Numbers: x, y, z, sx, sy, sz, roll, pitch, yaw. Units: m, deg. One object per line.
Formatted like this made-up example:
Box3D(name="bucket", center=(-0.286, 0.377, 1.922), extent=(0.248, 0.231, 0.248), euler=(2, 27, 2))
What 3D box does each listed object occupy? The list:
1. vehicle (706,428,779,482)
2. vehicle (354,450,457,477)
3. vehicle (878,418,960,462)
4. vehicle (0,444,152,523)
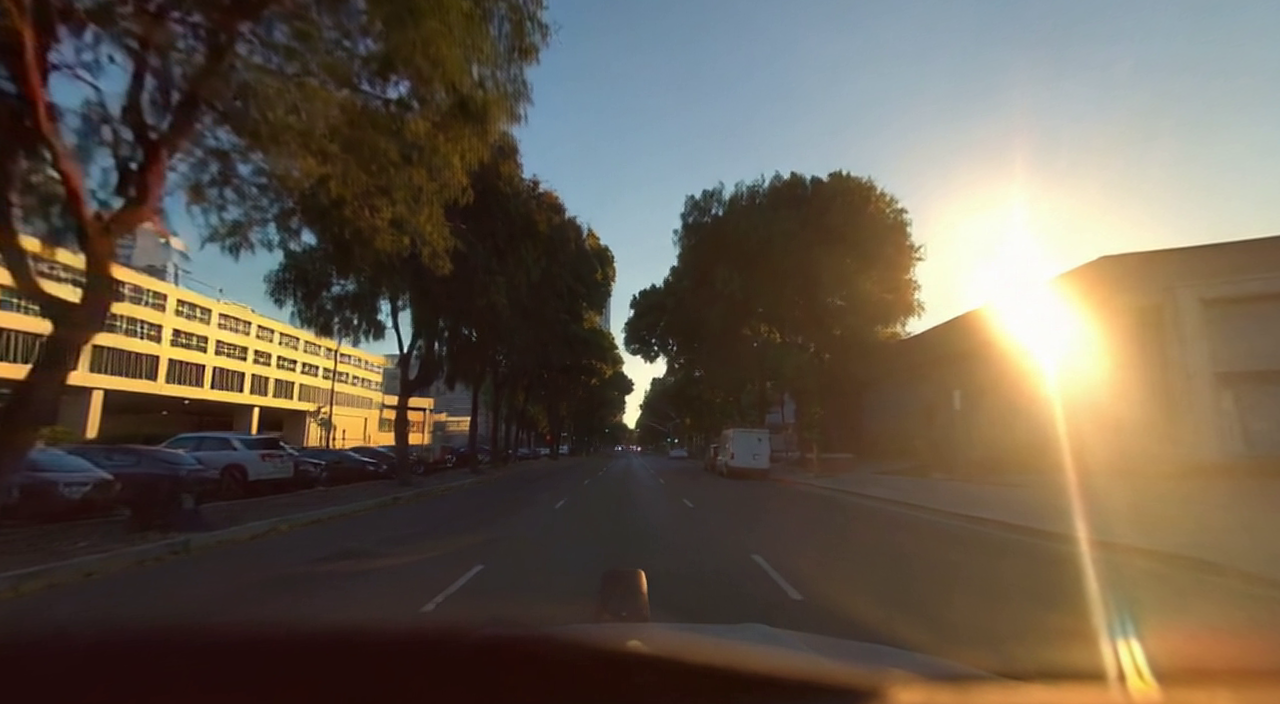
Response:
Box3D(name="vehicle", center=(5.156, 5.330, 32.771), extent=(2.596, 2.509, 6.178), euler=(0, -9, -2))
Box3D(name="vehicle", center=(-13.857, 6.604, 37.496), extent=(5.269, 1.491, 2.133), euler=(0, -9, 1))
Box3D(name="vehicle", center=(18.167, 5.864, 41.574), extent=(2.341, 2.648, 6.024), euler=(1, -9, -3))
Box3D(name="vehicle", center=(-13.695, 2.768, 13.585), extent=(4.561, 1.531, 2.147), euler=(0, -9, 1))
